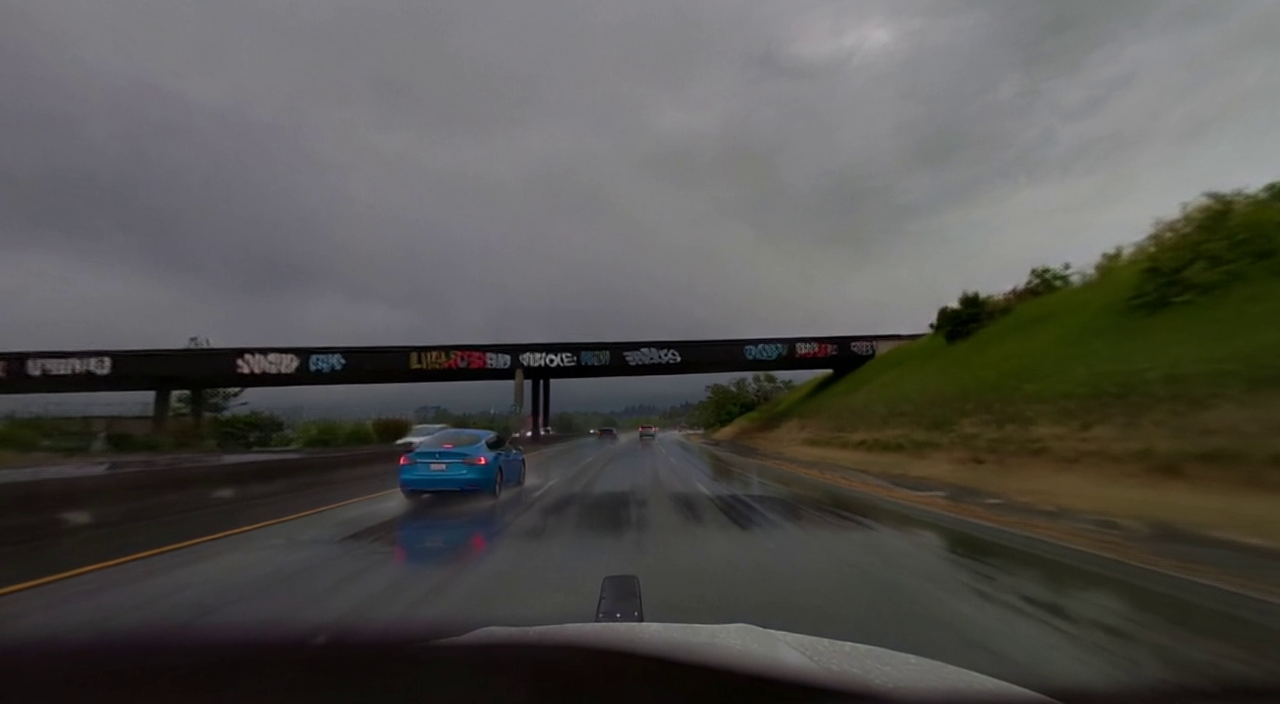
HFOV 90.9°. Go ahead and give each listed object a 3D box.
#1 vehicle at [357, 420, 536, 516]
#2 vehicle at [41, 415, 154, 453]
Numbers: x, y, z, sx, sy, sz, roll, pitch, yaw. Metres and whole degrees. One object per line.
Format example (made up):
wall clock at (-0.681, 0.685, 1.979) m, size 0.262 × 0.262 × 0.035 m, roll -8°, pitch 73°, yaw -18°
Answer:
vehicle at (-3.558, 2.212, 12.643) m, size 2.108 × 1.555 × 4.574 m, roll 0°, pitch -8°, yaw 0°
vehicle at (-27.252, 4.118, 31.703) m, size 4.288 × 1.842 × 1.943 m, roll -1°, pitch -8°, yaw 12°
